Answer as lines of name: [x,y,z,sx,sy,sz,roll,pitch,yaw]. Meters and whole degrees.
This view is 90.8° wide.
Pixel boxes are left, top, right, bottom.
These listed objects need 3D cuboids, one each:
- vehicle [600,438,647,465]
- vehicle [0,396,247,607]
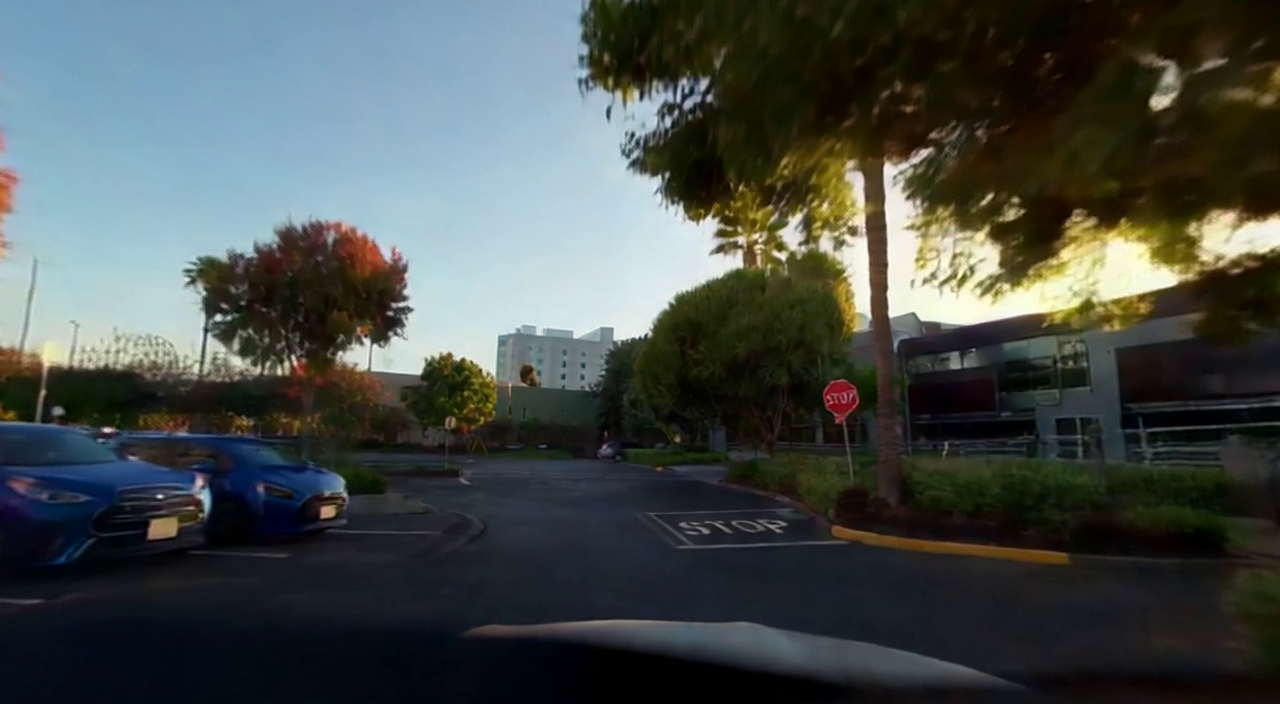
vehicle: [-1.174,6.744,42.947,2.071,1.700,4.367,2,-9,-17]
vehicle: [-6.985,1.475,6.879,4.272,1.760,2.045,-2,-9,13]
